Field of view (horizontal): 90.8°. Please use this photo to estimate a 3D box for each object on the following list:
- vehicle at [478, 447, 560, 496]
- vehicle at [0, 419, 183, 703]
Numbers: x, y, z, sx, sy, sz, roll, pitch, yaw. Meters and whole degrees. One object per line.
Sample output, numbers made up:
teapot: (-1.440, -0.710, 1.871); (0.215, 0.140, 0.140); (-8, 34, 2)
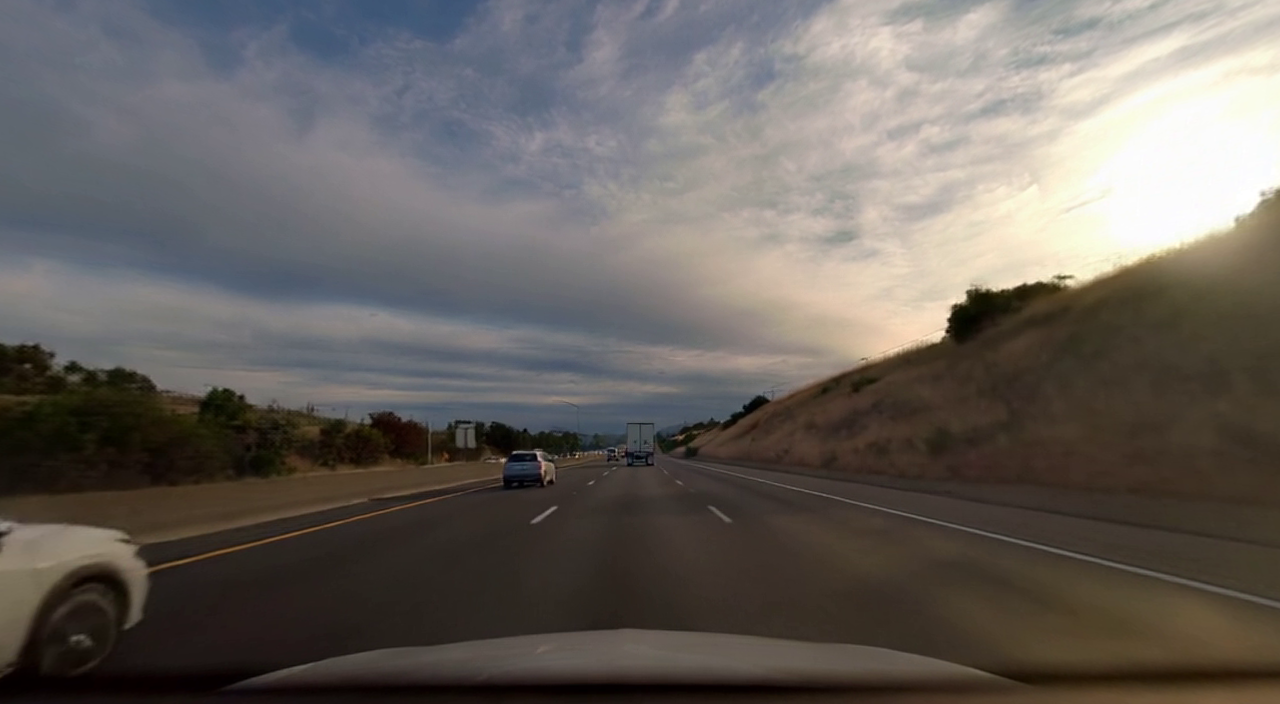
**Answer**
vehicle: (-4.154, 4.158, 22.365); (2.051, 1.537, 4.111); (0, -9, 0)
vehicle: (-3.916, 0.852, 1.513); (2.053, 1.489, 4.740); (0, -9, 1)
